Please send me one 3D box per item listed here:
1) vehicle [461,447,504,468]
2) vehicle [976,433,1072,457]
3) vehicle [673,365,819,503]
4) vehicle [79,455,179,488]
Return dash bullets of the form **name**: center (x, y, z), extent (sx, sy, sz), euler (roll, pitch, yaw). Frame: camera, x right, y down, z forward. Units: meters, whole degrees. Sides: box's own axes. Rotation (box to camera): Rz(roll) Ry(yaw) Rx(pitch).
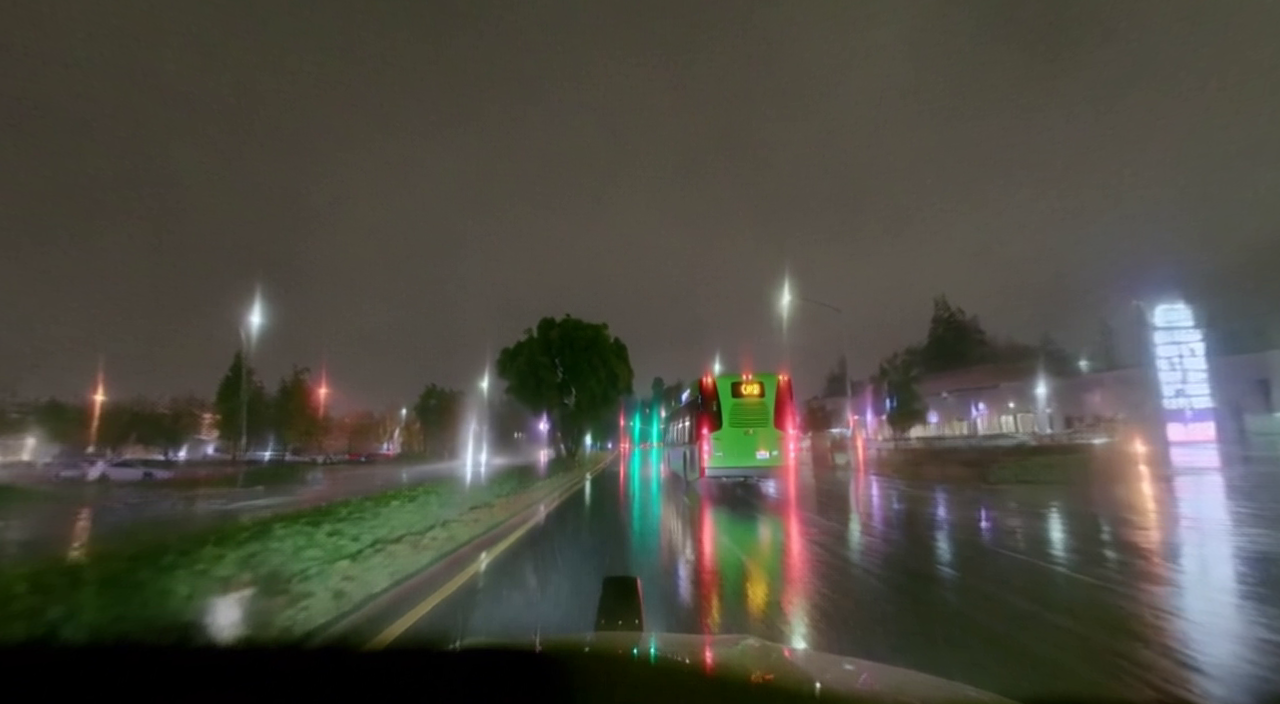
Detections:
- **vehicle**: center (-12.391, 8.318, 49.785), extent (2.081, 1.492, 4.668), euler (0, -8, 1)
- **vehicle**: center (23.919, 5.816, 39.310), extent (4.659, 1.434, 1.900), euler (-1, -8, 2)
- **vehicle**: center (2.789, 2.627, 19.827), extent (2.766, 3.306, 9.281), euler (0, -8, -1)
- **vehicle**: center (-31.999, 7.473, 39.632), extent (2.119, 1.714, 4.993), euler (-3, -8, 0)
